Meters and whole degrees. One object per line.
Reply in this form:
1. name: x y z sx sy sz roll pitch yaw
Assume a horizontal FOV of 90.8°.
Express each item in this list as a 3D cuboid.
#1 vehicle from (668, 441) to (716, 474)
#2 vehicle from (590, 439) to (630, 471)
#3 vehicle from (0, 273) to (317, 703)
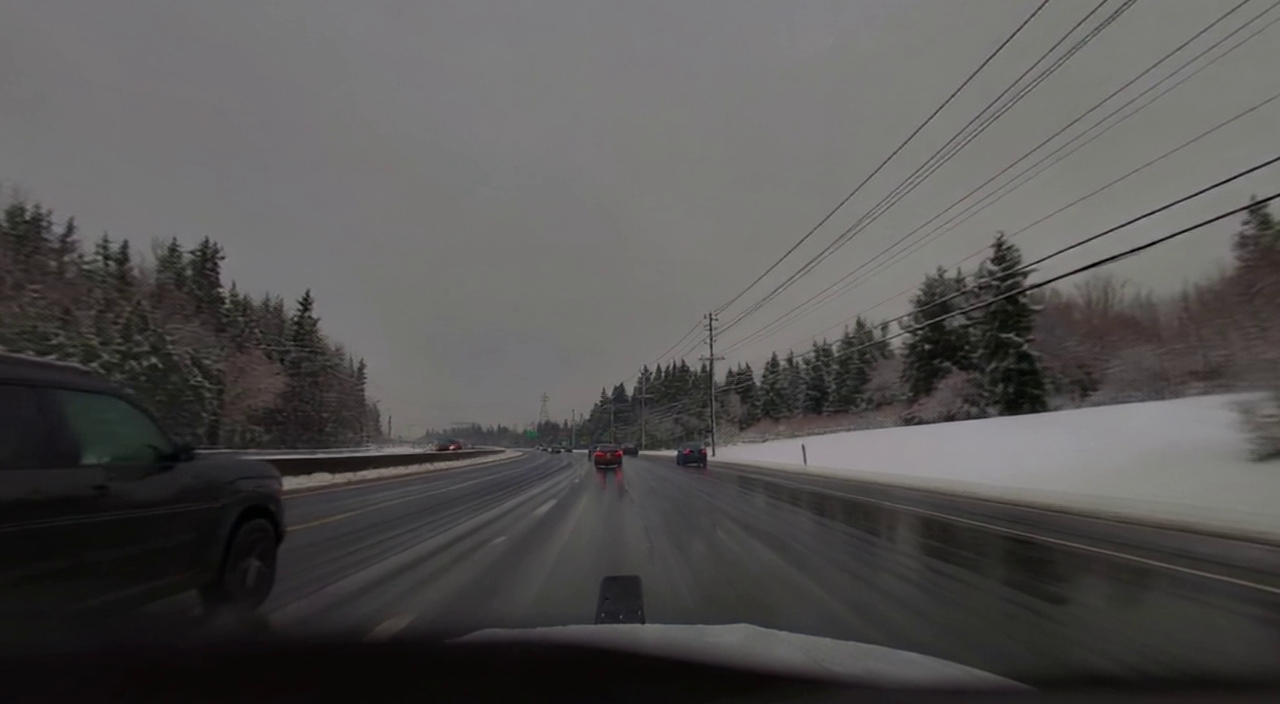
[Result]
1. vehicle: 2.479 5.139 31.120 1.789 1.503 3.897 0 -8 -4
2. vehicle: -1.846 6.021 37.178 2.188 1.714 3.921 1 -8 -5
3. vehicle: -4.217 0.703 2.803 2.475 2.152 5.837 0 -8 0
